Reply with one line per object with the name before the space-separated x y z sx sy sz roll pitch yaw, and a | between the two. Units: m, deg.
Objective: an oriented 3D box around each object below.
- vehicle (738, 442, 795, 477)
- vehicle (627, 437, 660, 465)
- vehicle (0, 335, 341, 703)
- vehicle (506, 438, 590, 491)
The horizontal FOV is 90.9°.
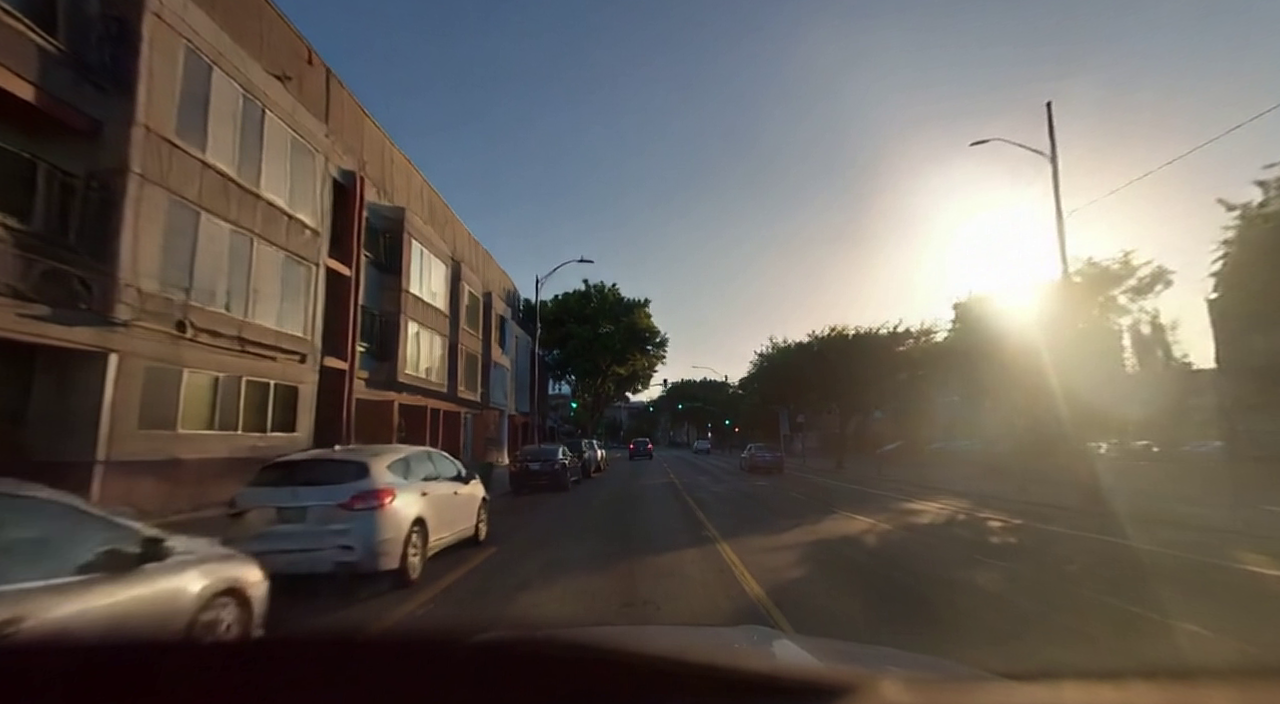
vehicle | 5.636 4.812 28.446 1.799 1.463 3.464 0 -9 -1
vehicle | 0.252 6.513 41.548 2.122 1.689 3.885 0 -9 1
vehicle | -3.182 0.773 1.981 2.151 1.662 4.496 0 -9 2
vehicle | -2.784 3.528 20.083 1.843 1.482 4.310 -1 -9 3
